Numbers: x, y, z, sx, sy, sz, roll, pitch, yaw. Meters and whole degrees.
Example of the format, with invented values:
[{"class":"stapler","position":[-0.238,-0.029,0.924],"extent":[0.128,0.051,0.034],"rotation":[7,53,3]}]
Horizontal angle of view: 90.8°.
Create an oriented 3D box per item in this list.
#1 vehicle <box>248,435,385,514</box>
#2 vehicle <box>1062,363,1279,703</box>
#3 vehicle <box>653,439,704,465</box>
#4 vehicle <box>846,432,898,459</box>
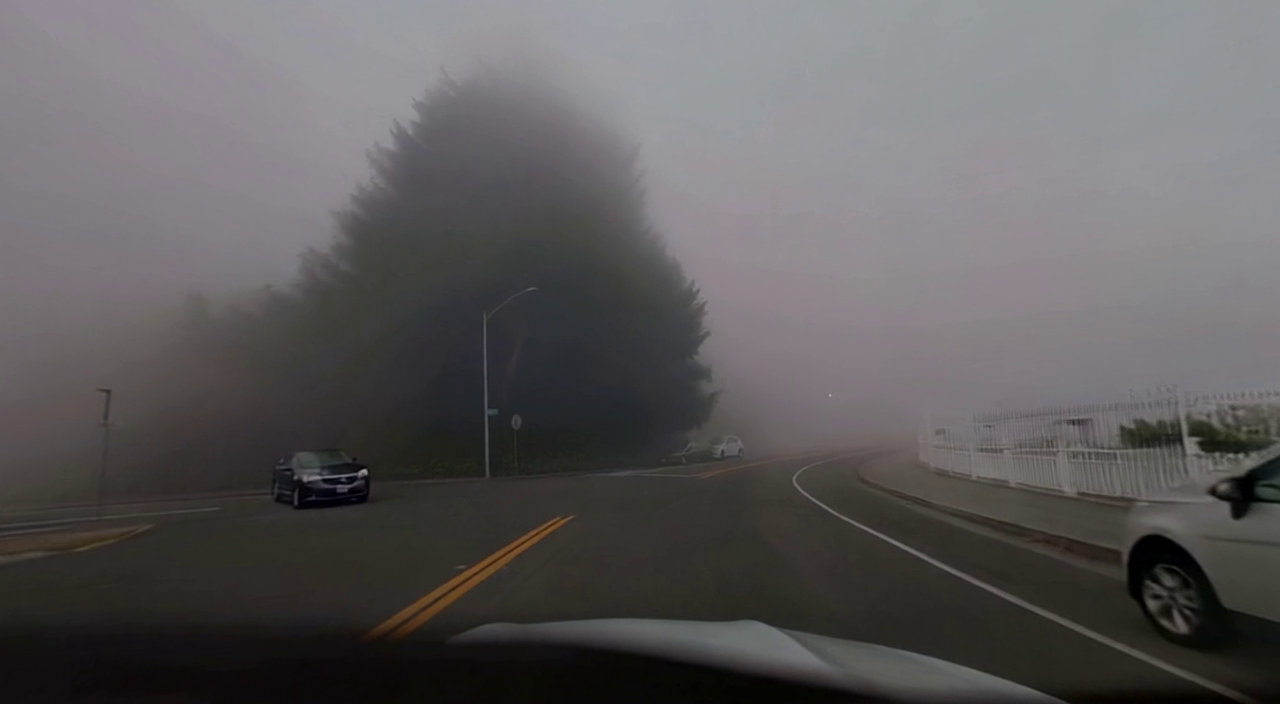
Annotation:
[{"class":"vehicle","position":[-8.298,3.003,16.014],"extent":[1.984,1.683,4.270],"rotation":[7,-11,-41]},{"class":"vehicle","position":[4.236,0.814,2.477],"extent":[2.105,1.705,4.392],"rotation":[0,-9,0]},{"class":"vehicle","position":[2.772,7.074,44.289],"extent":[2.095,1.711,4.307],"rotation":[-5,-11,25]},{"class":"vehicle","position":[15.609,6.277,42.388],"extent":[2.097,1.679,4.633],"rotation":[-6,-10,34]}]
